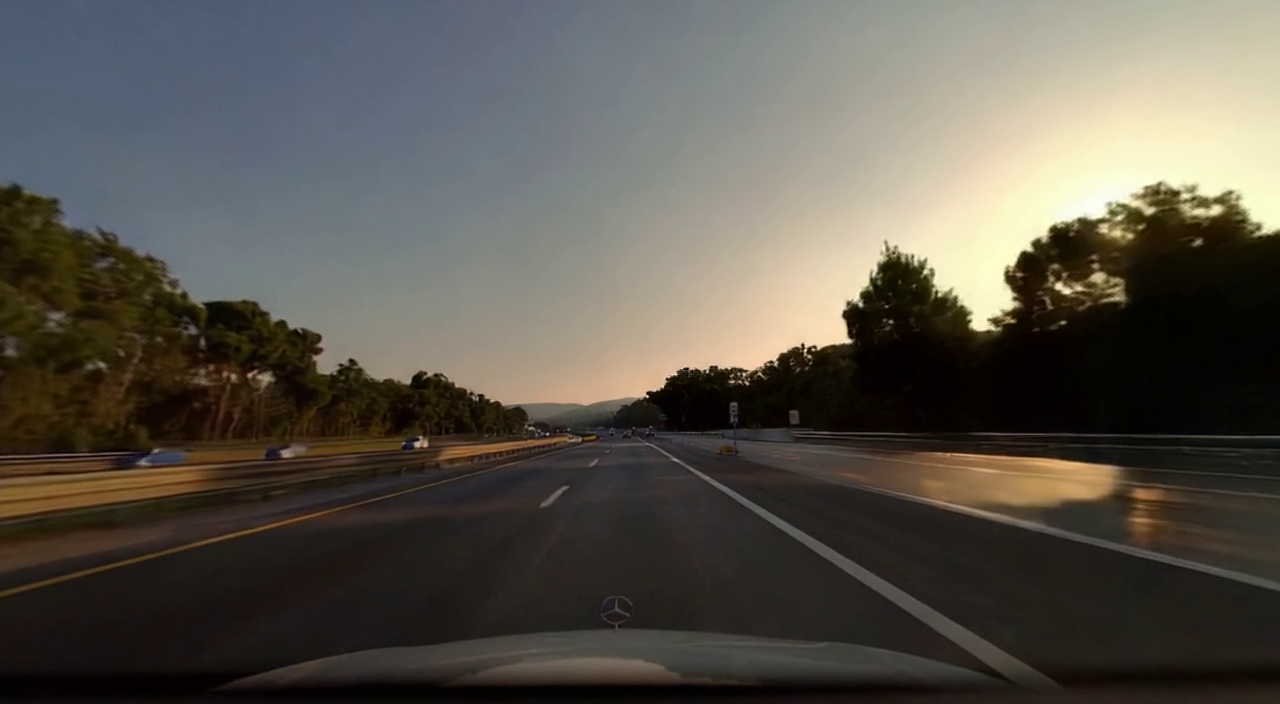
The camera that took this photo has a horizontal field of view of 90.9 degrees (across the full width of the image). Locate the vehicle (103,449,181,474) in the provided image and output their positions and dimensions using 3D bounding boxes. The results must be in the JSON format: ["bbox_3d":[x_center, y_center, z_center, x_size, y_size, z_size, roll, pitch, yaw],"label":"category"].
[{"bbox_3d":[-31.014,6.821,39.406,1.730,1.421,3.981,0,-8,-2],"label":"vehicle"}]
